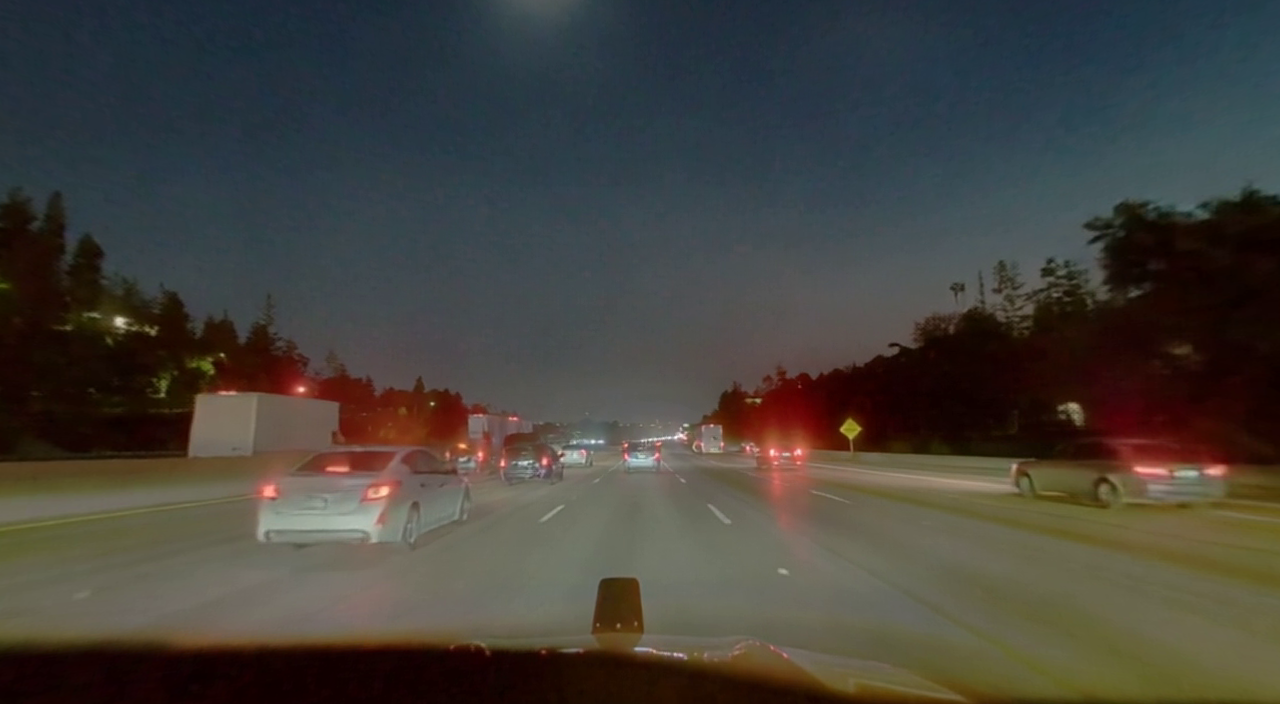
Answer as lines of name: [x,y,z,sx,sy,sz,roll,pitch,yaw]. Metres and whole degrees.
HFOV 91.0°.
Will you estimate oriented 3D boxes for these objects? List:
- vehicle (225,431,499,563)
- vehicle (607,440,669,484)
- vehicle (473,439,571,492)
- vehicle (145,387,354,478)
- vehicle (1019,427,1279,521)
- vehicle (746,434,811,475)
vehicle: [-3.569,1.941,9.146,2.025,1.449,4.190,0,-9,1]
vehicle: [-0.078,3.984,23.127,2.053,1.461,3.941,0,-9,0]
vehicle: [-3.540,3.534,19.907,2.098,1.463,4.578,0,-9,2]
vehicle: [-18.813,4.208,31.866,2.989,3.764,11.425,0,-9,1]
vehicle: [10.189,2.449,13.077,2.066,1.629,3.945,0,-9,-1]
vehicle: [6.451,4.832,29.809,1.992,1.745,4.329,0,-9,-1]
